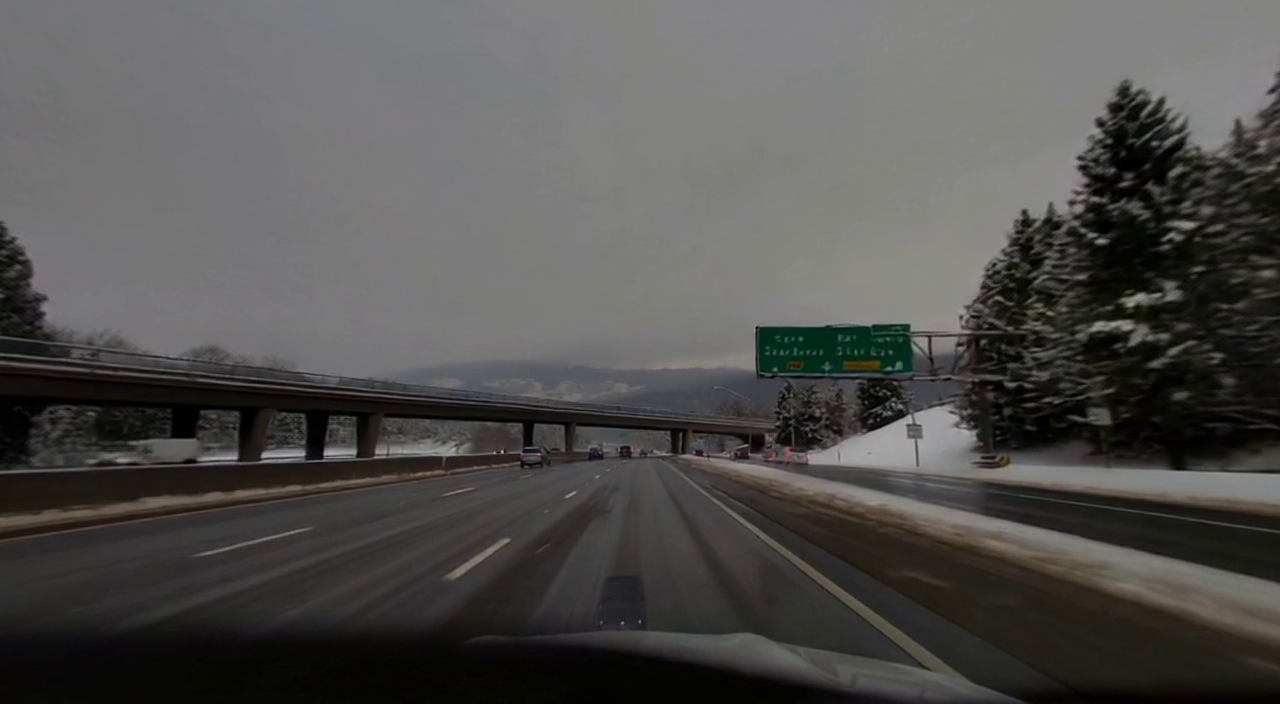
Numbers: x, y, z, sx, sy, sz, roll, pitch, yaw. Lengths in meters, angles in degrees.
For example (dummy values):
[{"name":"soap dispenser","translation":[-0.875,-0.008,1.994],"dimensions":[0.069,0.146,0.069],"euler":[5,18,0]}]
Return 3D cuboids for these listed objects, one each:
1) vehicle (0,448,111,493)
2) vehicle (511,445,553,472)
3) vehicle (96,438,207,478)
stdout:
[{"name":"vehicle","translation":[-22.414,4.299,23.115],"dimensions":[1.854,1.461,4.594],"euler":[0,-9,0]},{"name":"vehicle","translation":[-6.928,6.878,40.681],"dimensions":[1.935,1.633,3.955],"euler":[0,-9,1]},{"name":"vehicle","translation":[-25.618,5.571,33.210],"dimensions":[2.090,1.946,4.745],"euler":[0,-9,-2]}]
